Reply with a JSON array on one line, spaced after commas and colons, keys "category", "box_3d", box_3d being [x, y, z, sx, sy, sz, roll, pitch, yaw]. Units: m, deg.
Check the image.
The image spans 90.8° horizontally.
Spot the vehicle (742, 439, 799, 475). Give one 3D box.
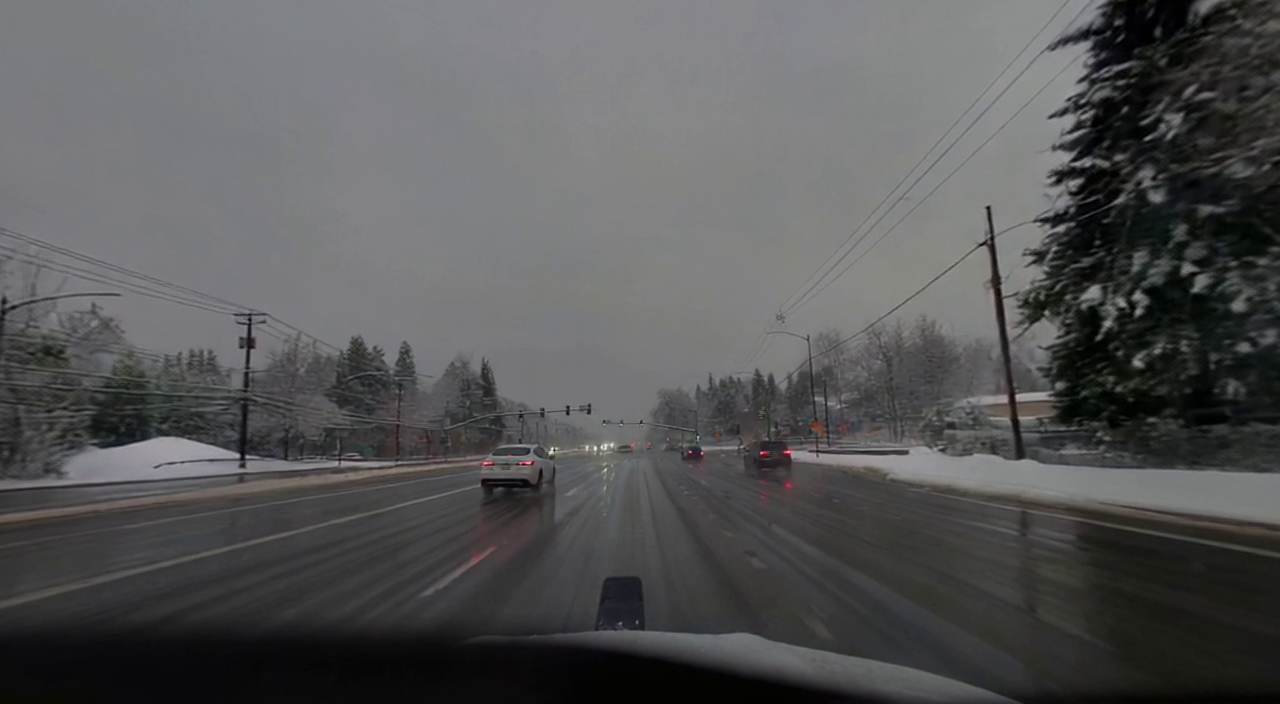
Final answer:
[{"category": "vehicle", "box_3d": [6.598, 5.353, 32.403, 1.945, 1.706, 4.190, 0, -8, -1]}]

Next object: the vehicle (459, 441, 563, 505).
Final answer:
[{"category": "vehicle", "box_3d": [-3.278, 3.144, 16.944, 1.837, 1.463, 4.311, 0, -8, 1]}]
